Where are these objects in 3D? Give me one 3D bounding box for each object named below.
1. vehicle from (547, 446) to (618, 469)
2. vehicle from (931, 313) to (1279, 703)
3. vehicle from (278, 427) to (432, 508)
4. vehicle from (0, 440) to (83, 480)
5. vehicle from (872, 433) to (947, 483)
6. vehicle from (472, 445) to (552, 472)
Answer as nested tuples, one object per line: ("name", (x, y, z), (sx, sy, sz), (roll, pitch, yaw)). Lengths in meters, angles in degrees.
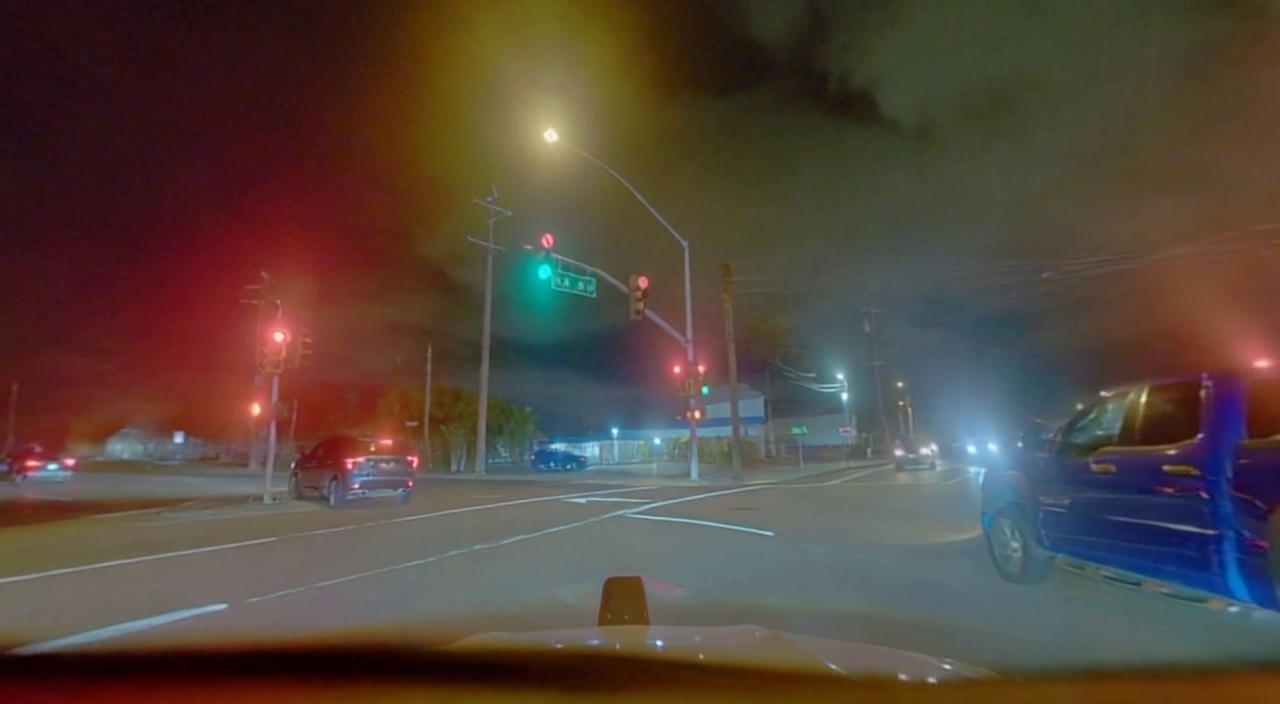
("vehicle", (-3.870, 7.106, 42.702), (4.495, 1.399, 1.715), (5, -9, -31))
("vehicle", (3.760, 0.787, 2.991), (2.036, 1.818, 5.192), (0, -8, -3))
("vehicle", (-7.780, 2.983, 16.959), (2.141, 1.842, 4.889), (7, -11, -43))
("vehicle", (-28.377, 4.996, 29.486), (4.498, 1.725, 1.921), (-4, -9, 29))
("vehicle", (11.805, 4.508, 27.350), (2.303, 1.895, 5.301), (-4, -9, 29))
("vehicle", (-7.937, 6.603, 39.420), (1.913, 1.480, 4.661), (-7, -10, 42))
